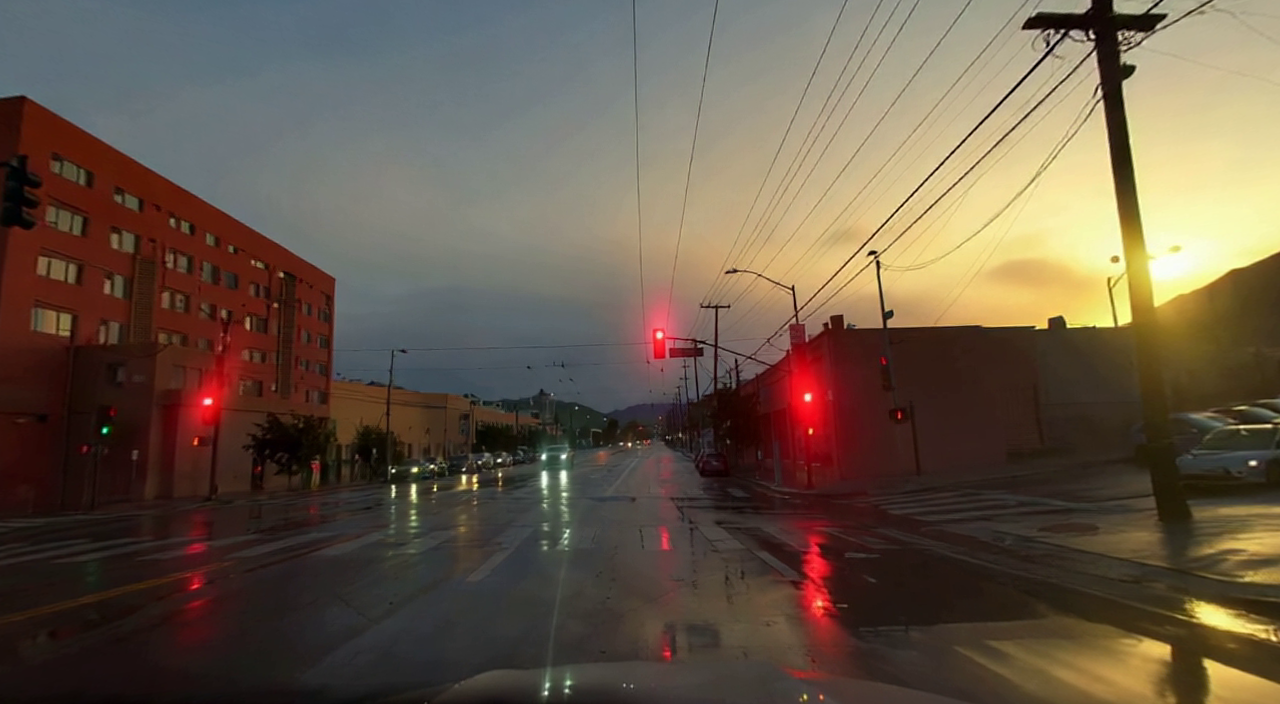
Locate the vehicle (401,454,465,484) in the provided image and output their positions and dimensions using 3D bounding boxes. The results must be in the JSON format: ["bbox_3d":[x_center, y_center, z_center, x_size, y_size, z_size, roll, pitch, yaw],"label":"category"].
[{"bbox_3d":[-11.995,6.774,36.832,1.943,1.574,4.727,0,-9,3],"label":"vehicle"}]

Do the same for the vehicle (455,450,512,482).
[{"bbox_3d":[-8.704,6.330,35.301,2.020,1.672,3.842,0,-9,3],"label":"vehicle"}]

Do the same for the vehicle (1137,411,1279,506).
[{"bbox_3d":[12.688,2.141,12.890,3.234,1.746,1.941,-2,-10,2],"label":"vehicle"}]
